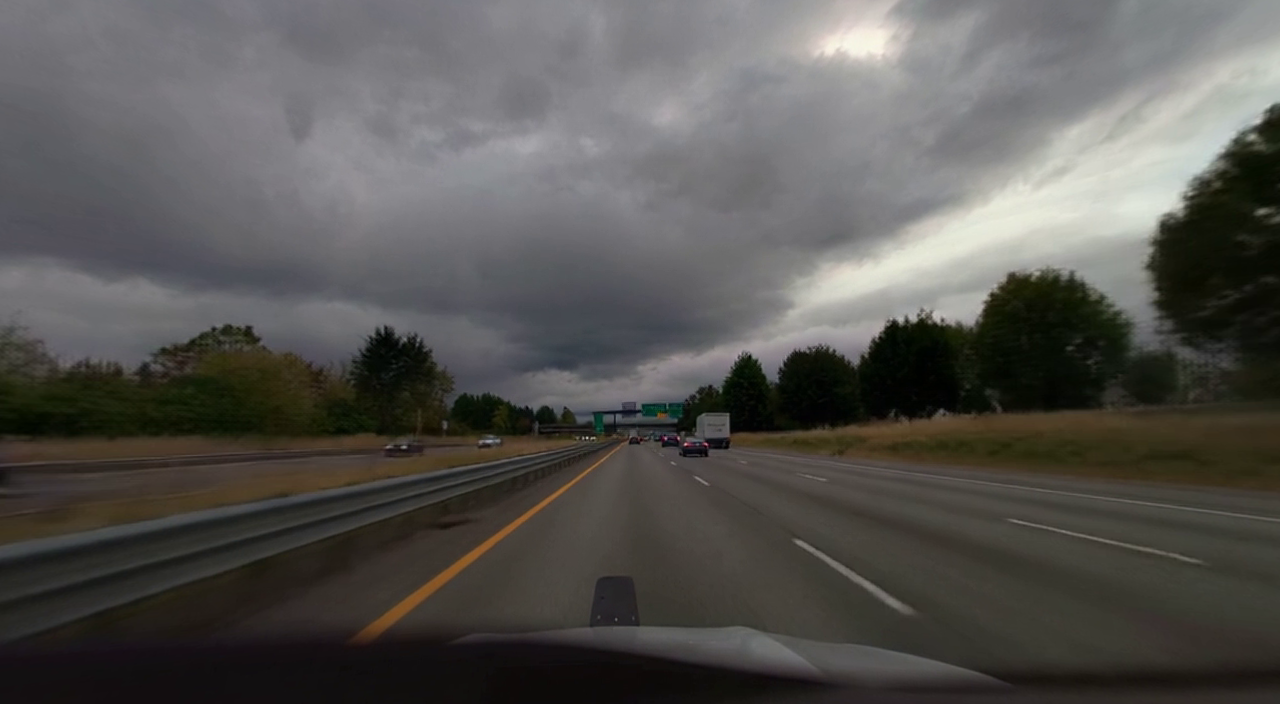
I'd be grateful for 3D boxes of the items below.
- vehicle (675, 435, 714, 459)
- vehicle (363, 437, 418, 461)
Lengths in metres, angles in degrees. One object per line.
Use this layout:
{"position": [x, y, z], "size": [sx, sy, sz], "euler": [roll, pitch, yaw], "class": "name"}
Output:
{"position": [3.555, 6.295, 41.972], "size": [1.986, 1.501, 4.529], "euler": [0, -8, -2], "class": "vehicle"}
{"position": [-17.024, 6.597, 43.205], "size": [1.972, 1.537, 4.368], "euler": [0, -8, 0], "class": "vehicle"}
